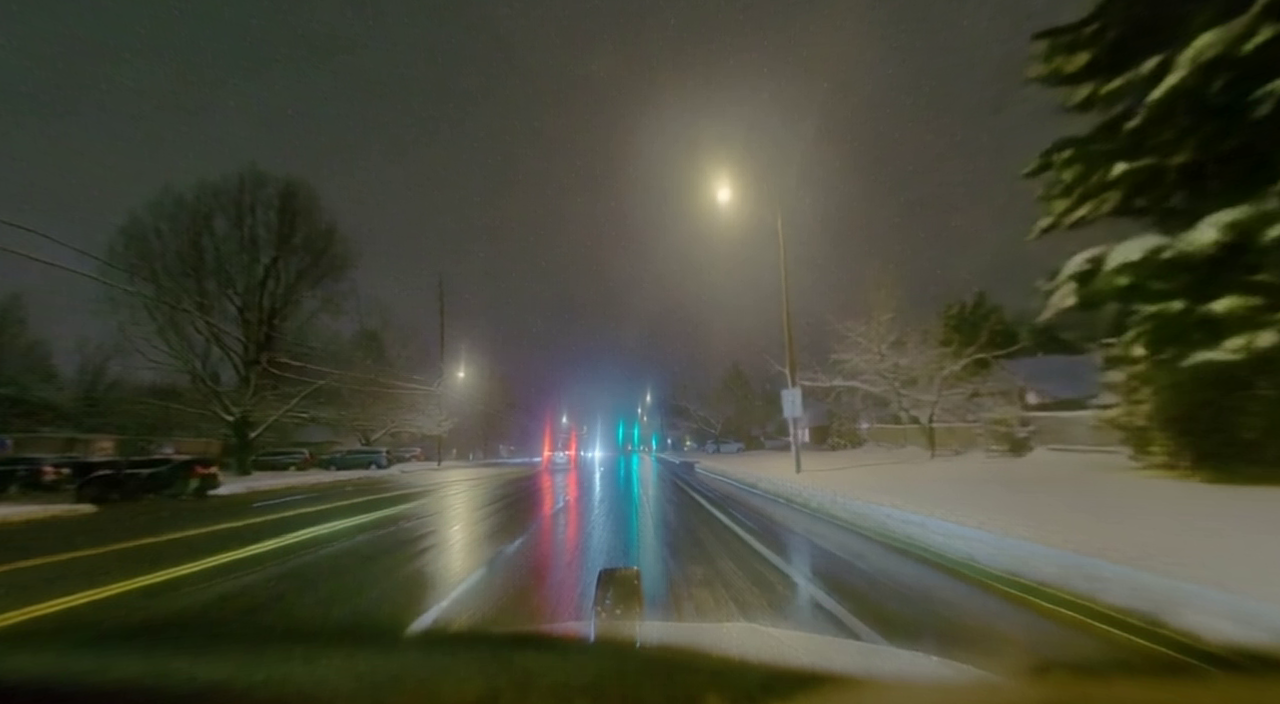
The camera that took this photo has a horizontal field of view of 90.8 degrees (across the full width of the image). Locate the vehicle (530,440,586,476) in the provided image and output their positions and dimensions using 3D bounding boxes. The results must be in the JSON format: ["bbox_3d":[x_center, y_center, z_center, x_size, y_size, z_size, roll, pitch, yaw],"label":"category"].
[{"bbox_3d":[-3.611,4.741,28.508,2.030,1.467,4.251,0,-8,-1],"label":"vehicle"}]

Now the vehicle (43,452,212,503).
[{"bbox_3d":[-19.709,4.823,24.484,4.802,1.511,1.866,-2,-7,-5],"label":"vehicle"}]

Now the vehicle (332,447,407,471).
[{"bbox_3d":[-21.079,8.330,49.356,4.866,1.749,2.158,0,-8,2],"label":"vehicle"}]

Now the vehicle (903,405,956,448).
[{"bbox_3d":[17.597,4.583,38.161,2.153,2.355,5.958,-5,-9,30],"label":"vehicle"}]

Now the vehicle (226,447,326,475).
[{"bbox_3d":[-26.395,7.911,45.978,6.046,1.942,2.085,-1,-8,3],"label":"vehicle"}]
